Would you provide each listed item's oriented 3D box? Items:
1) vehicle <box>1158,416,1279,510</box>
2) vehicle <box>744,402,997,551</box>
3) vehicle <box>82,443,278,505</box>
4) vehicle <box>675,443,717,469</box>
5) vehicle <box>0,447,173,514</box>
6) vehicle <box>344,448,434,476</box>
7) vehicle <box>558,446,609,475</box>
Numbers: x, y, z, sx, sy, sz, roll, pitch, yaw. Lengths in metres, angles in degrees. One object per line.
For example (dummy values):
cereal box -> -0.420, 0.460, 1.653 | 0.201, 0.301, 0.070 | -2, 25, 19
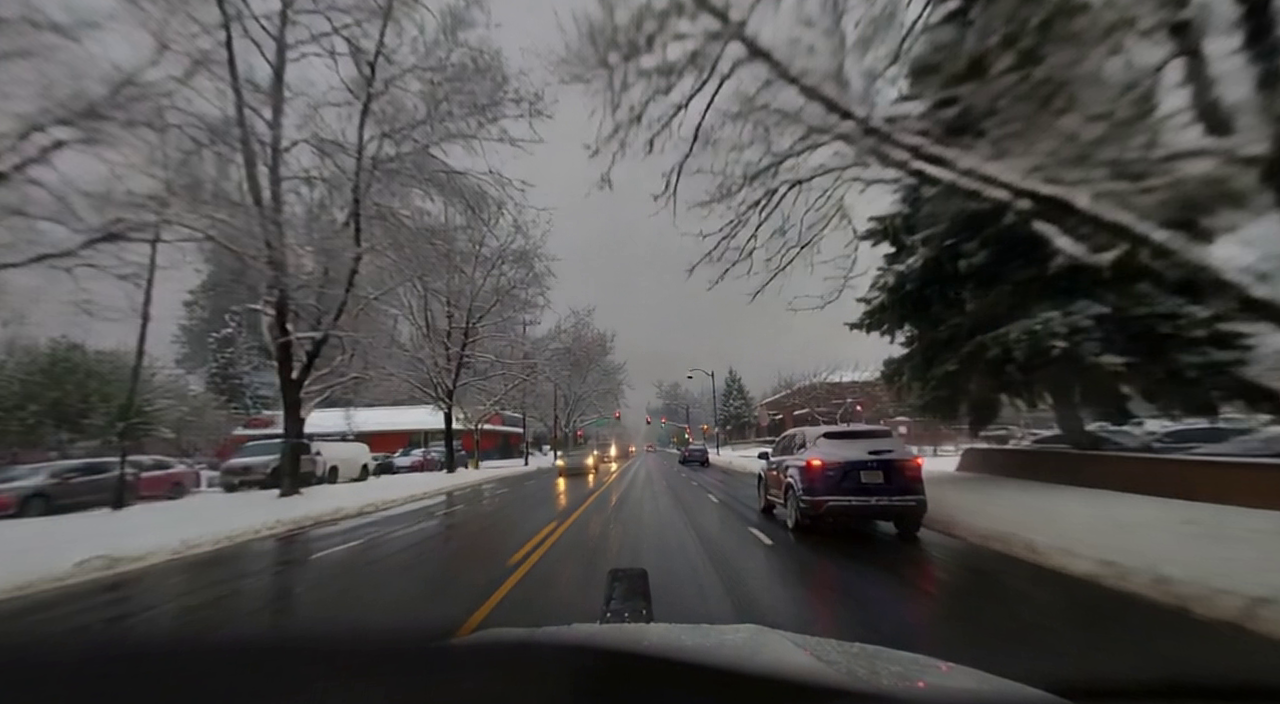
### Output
vehicle -> 12.165, 1.978, 11.465 | 3.671, 1.529, 2.056 | 0, -9, -3
vehicle -> 3.331, 1.950, 10.573 | 2.251, 1.861, 5.144 | 0, -9, 0
vehicle -> -14.834, 3.867, 20.513 | 4.835, 1.766, 2.076 | 7, -11, -41
vehicle -> 3.406, 6.394, 38.975 | 2.072, 1.471, 4.834 | 0, -9, -1
vehicle -> -15.078, 3.395, 16.831 | 3.993, 1.566, 2.114 | 5, -12, -33
vehicle -> -14.352, 6.269, 36.189 | 4.318, 1.483, 1.994 | 7, -11, -41
vehicle -> -2.901, 5.679, 33.276 | 2.133, 1.439, 4.280 | -1, -9, 3
